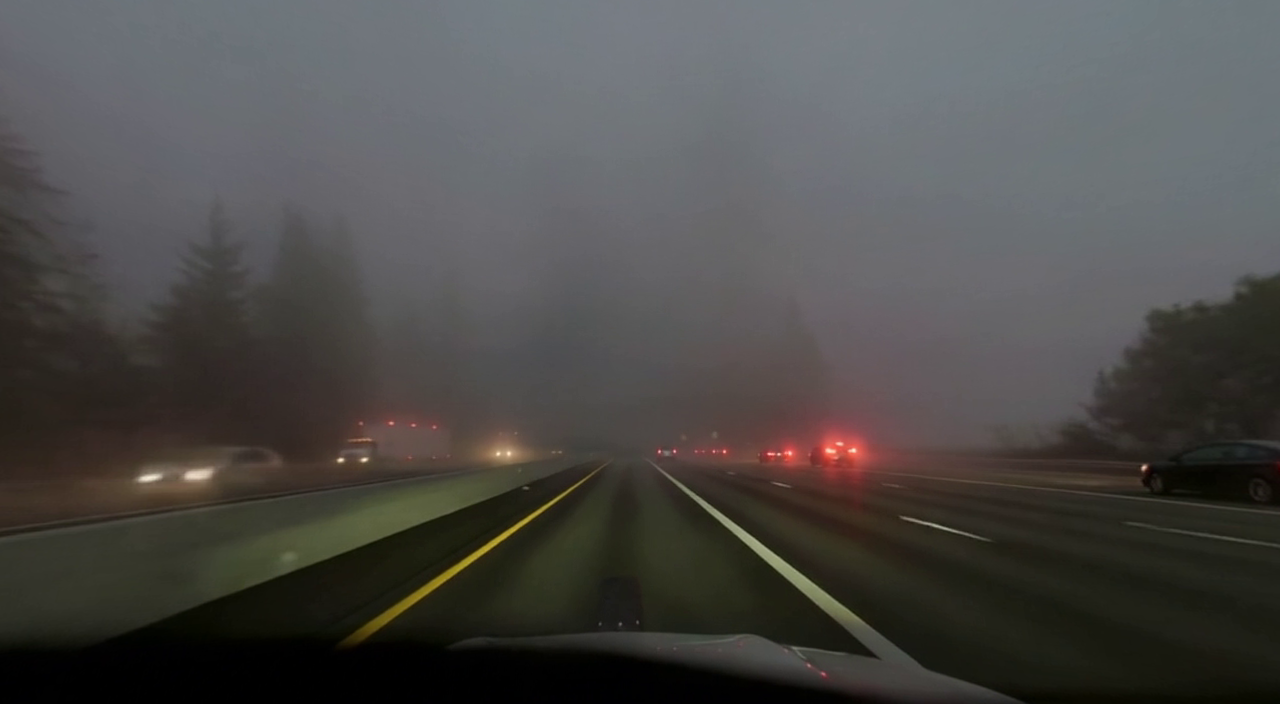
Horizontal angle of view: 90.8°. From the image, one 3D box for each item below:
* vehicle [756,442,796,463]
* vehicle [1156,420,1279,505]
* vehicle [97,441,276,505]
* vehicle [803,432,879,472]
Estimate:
[{"bbox_3d":[10.164,7.563,47.613,1.931,1.479,4.183,0,-8,-2],"label":"vehicle"},{"bbox_3d":[13.956,2.354,13.563,1.957,1.709,4.387,0,-8,-1],"label":"vehicle"},{"bbox_3d":[-12.634,3.368,18.035,1.936,1.573,4.320,0,-9,-1],"label":"vehicle"},{"bbox_3d":[9.677,4.865,30.853,2.098,1.820,4.505,0,-8,-2],"label":"vehicle"}]
